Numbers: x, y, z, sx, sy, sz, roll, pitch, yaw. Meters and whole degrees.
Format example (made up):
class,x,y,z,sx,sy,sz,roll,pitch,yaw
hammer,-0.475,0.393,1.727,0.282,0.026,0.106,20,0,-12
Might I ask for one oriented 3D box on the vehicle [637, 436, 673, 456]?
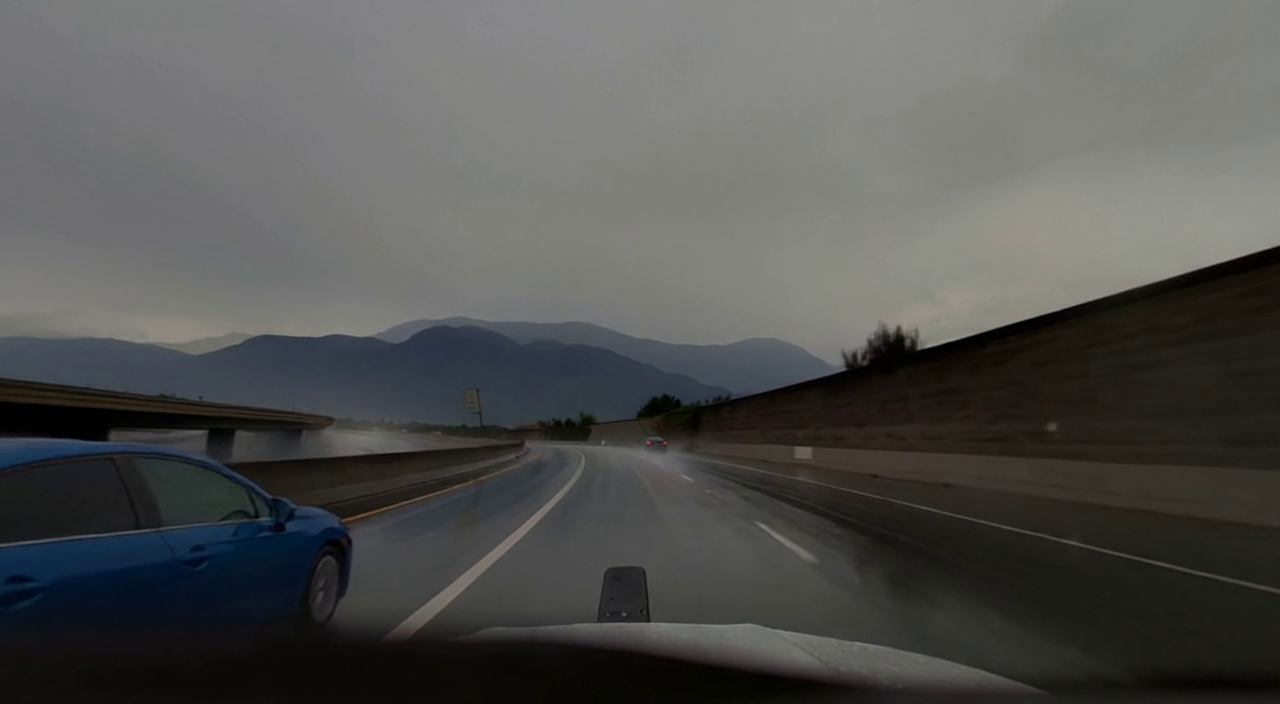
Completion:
class,x,y,z,sx,sy,sz,roll,pitch,yaw
vehicle,1.100,7.279,48.640,1.985,1.440,4.466,1,-8,-9
